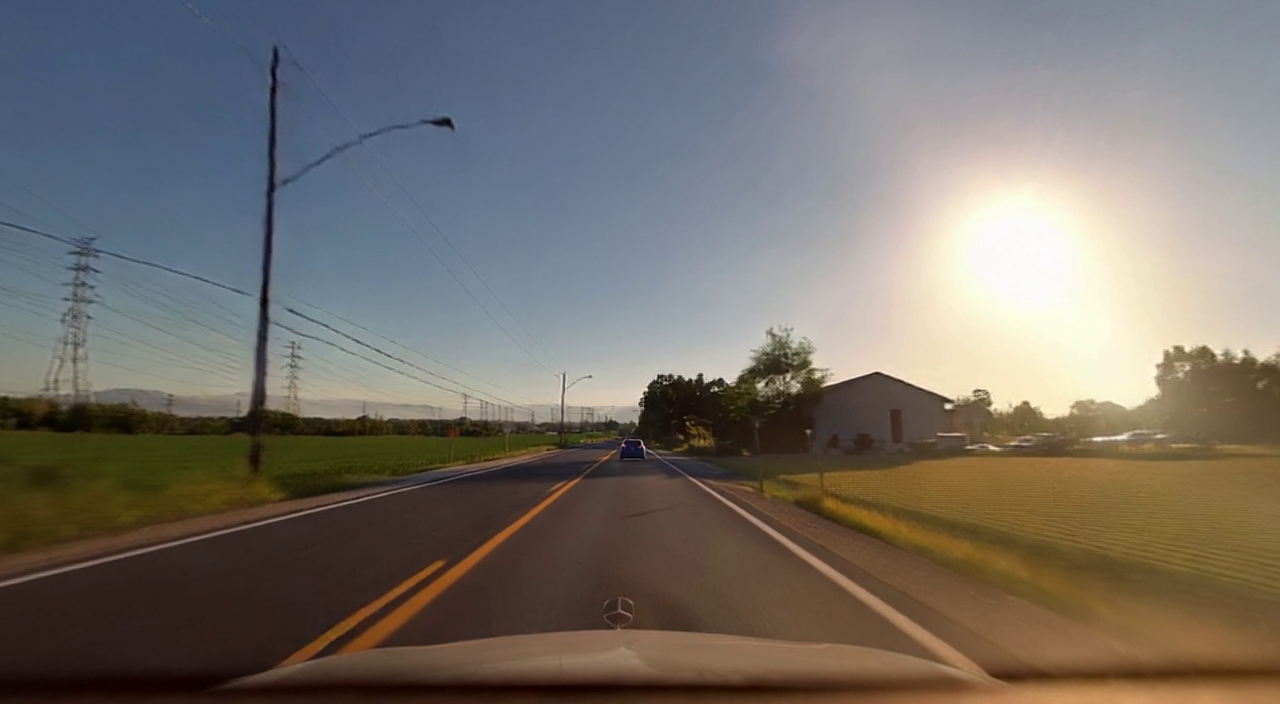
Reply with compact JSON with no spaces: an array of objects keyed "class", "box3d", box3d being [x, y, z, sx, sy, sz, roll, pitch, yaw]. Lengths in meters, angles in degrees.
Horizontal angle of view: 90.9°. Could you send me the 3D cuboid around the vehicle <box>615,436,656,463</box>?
[{"class":"vehicle","box3d":[-0.255,5.587,36.380,2.241,1.471,3.829,0,-8,-1]}]
